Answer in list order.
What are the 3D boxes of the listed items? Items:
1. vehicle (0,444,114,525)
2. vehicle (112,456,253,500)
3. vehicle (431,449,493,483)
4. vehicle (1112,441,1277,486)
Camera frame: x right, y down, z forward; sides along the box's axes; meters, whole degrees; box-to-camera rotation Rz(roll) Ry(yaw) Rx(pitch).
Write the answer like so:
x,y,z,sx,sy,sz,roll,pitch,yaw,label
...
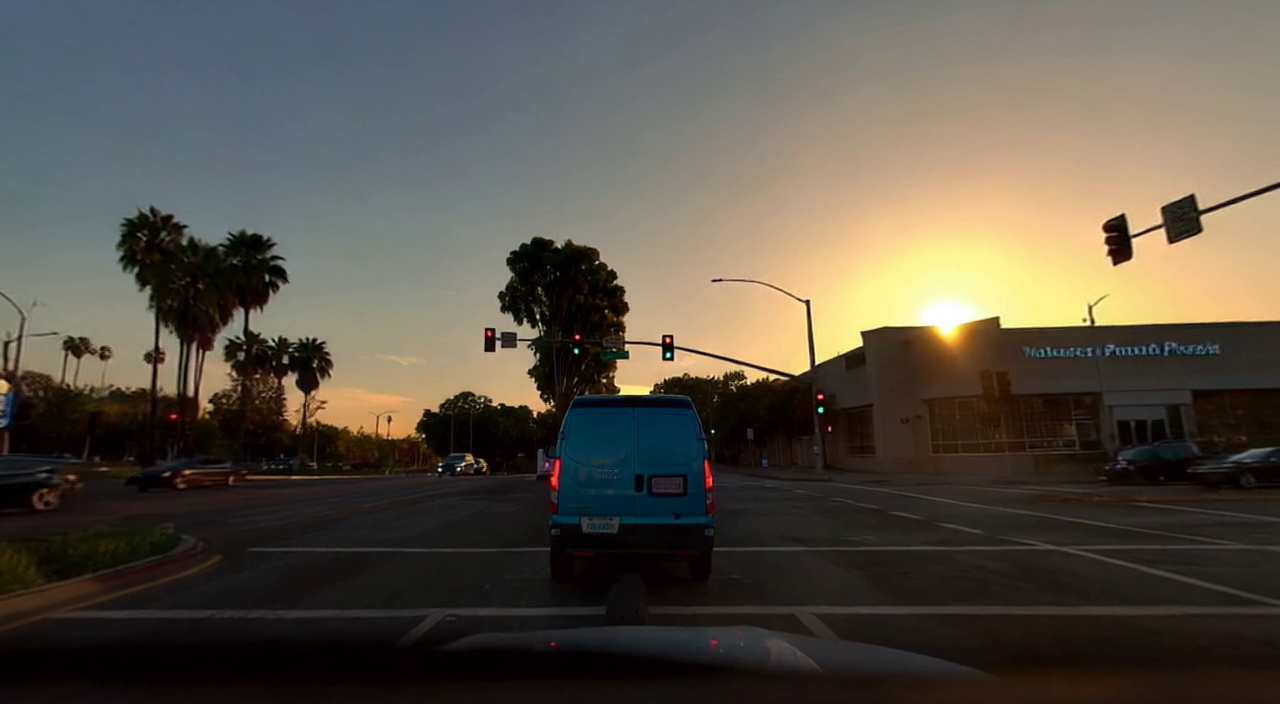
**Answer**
x,y,z,sx,sy,sz,roll,pitch,yaw,label
-14.404,2.813,13.515,2.074,1.671,4.755,0,-9,2,vehicle
-17.597,4.828,24.668,1.874,1.467,4.768,0,-9,1,vehicle
-9.696,6.233,34.814,2.074,1.681,4.417,0,-9,0,vehicle
22.231,4.474,25.497,4.533,1.676,2.236,0,-9,-1,vehicle
